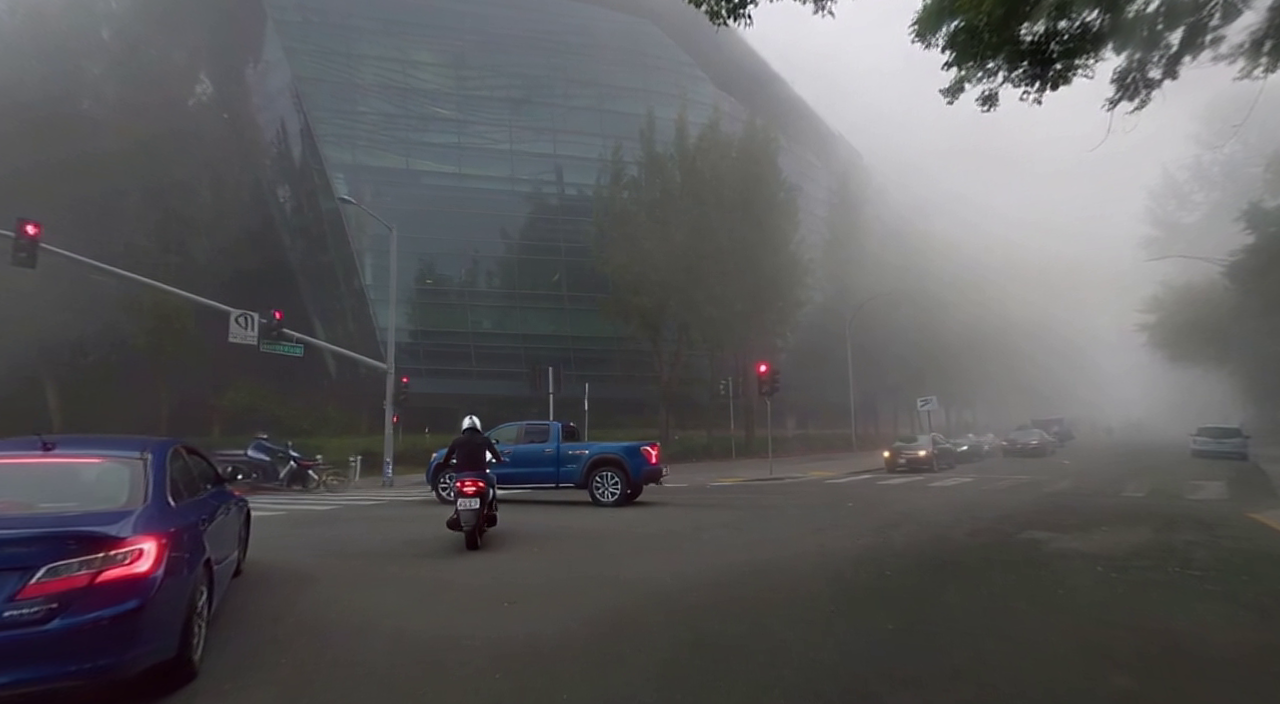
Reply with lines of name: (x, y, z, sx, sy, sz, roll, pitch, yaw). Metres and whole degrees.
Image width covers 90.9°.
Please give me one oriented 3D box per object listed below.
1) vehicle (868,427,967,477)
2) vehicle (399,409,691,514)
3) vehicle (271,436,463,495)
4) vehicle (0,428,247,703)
vehicle: (10.346, 3.659, 23.320, 2.084, 1.656, 4.583, -7, -11, 38)
vehicle: (-2.059, 2.320, 13.867, 5.833, 1.960, 2.341, 2, -9, -16)
vehicle: (-7.373, 3.100, 17.352, 4.401, 1.480, 1.864, -1, -8, 3)
vehicle: (-4.142, 1.306, 4.370, 2.009, 1.450, 4.182, 5, -10, -36)
